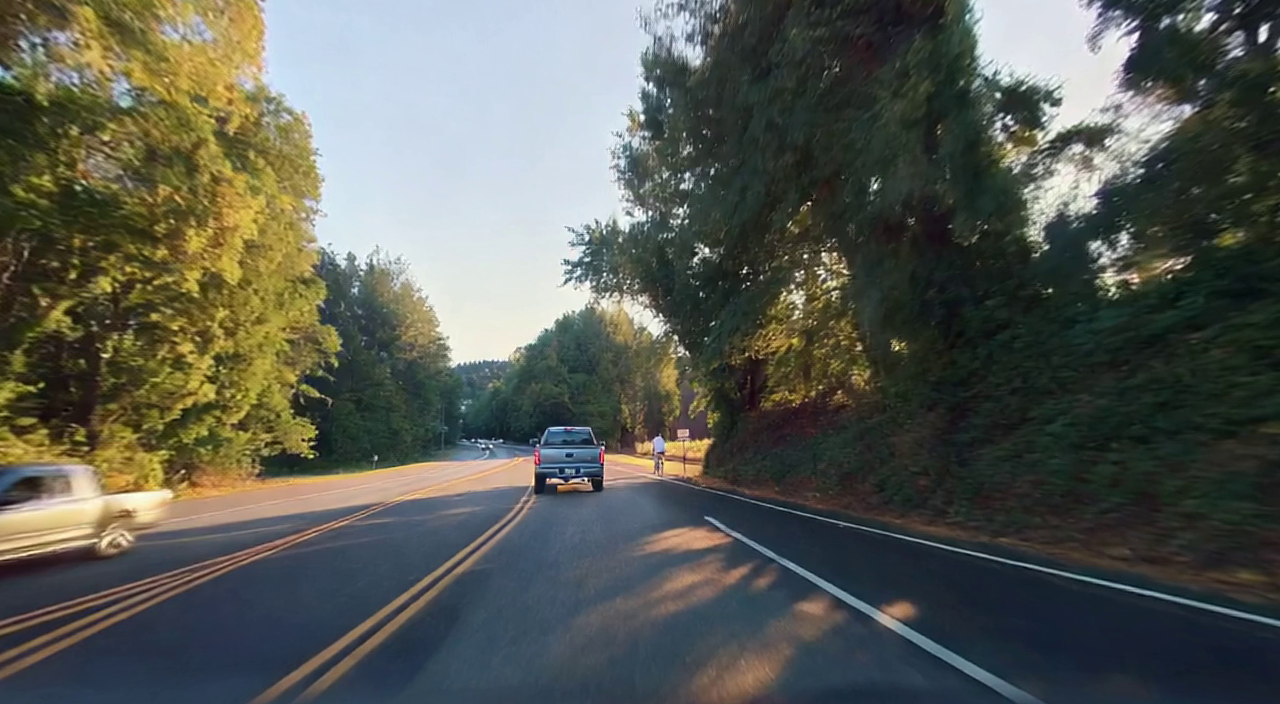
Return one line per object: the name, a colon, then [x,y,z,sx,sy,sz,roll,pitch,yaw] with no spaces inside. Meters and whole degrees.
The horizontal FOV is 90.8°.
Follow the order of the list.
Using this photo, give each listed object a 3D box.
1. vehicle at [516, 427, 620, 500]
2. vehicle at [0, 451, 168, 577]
vehicle: [-2.060,3.221,18.688,2.631,1.798,5.331,0,-8,-5]
vehicle: [-8.738,2.010,7.859,2.106,1.475,4.723,-1,-8,-1]
